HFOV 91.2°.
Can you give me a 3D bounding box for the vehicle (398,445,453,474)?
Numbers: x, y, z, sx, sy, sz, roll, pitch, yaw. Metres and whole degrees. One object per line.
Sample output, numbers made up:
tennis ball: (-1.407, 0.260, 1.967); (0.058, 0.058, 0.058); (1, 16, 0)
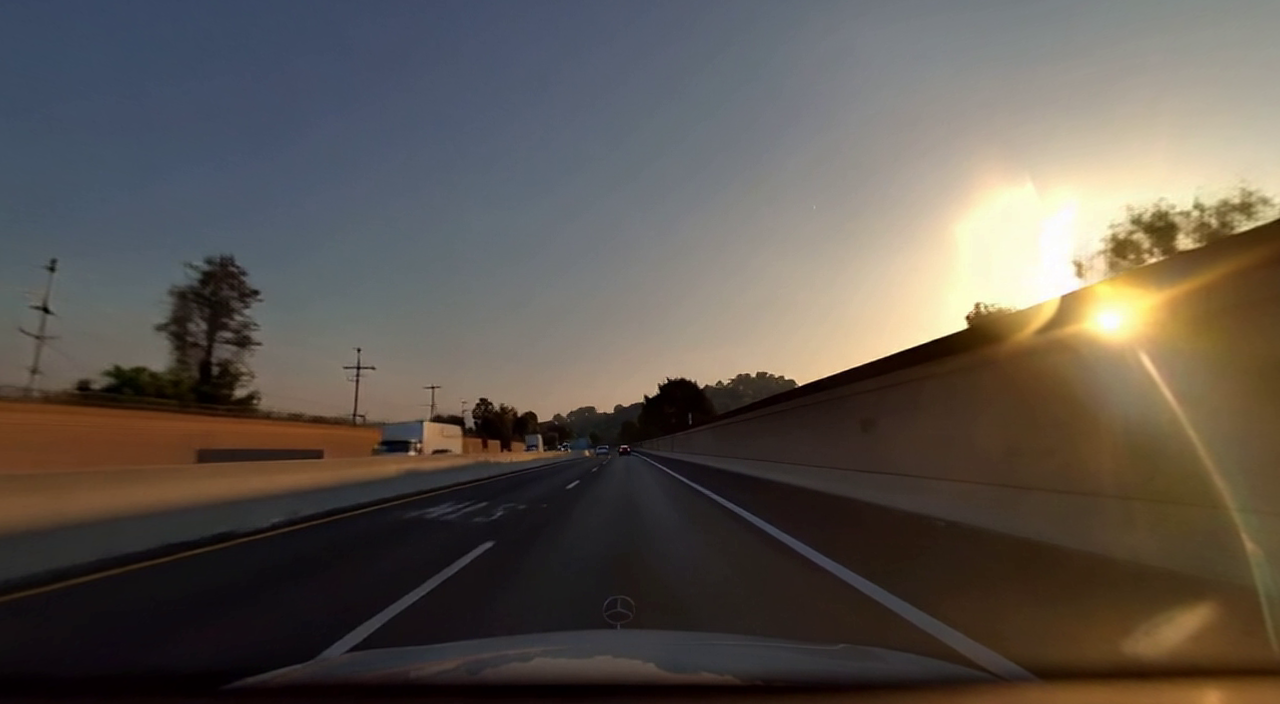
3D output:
vehicle: (-13.204, 6.623, 38.827); (1.944, 1.607, 4.344); (0, -9, -2)
